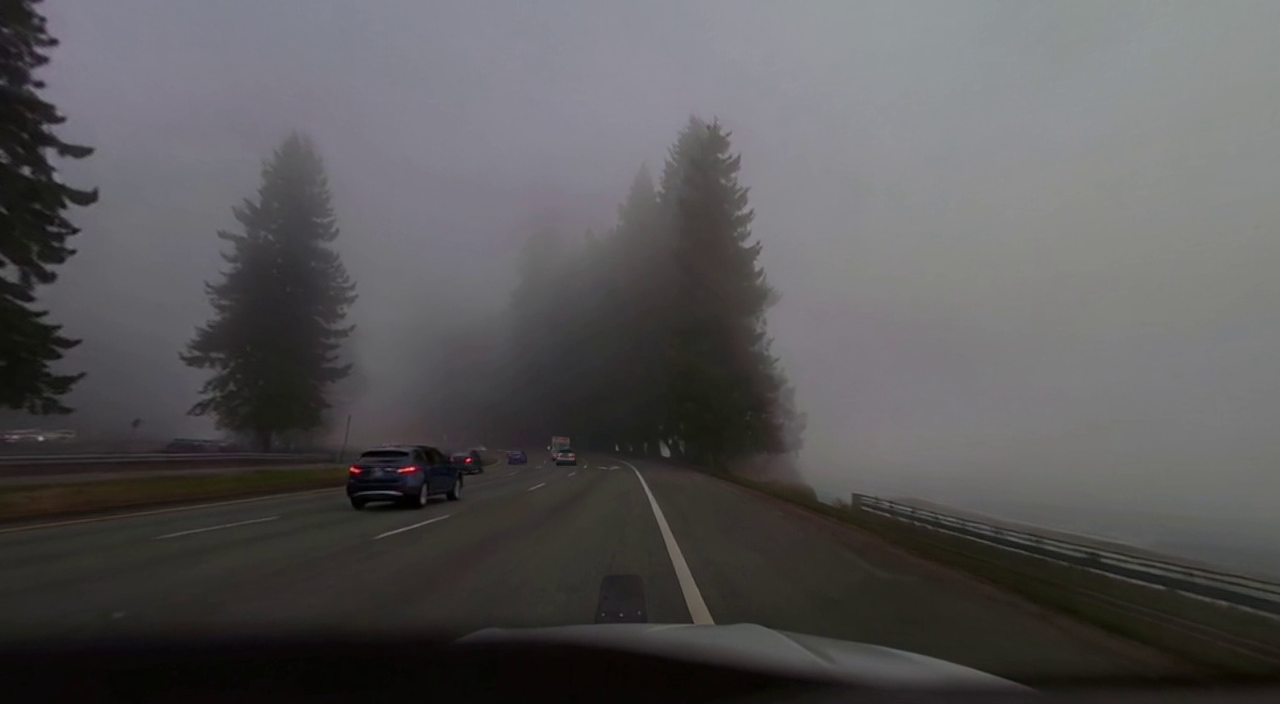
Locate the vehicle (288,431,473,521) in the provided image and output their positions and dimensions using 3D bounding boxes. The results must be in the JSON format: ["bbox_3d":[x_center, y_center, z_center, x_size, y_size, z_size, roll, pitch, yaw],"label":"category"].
[{"bbox_3d":[-5.763,2.807,14.887,2.210,1.737,4.649,0,-9,2],"label":"vehicle"}]
